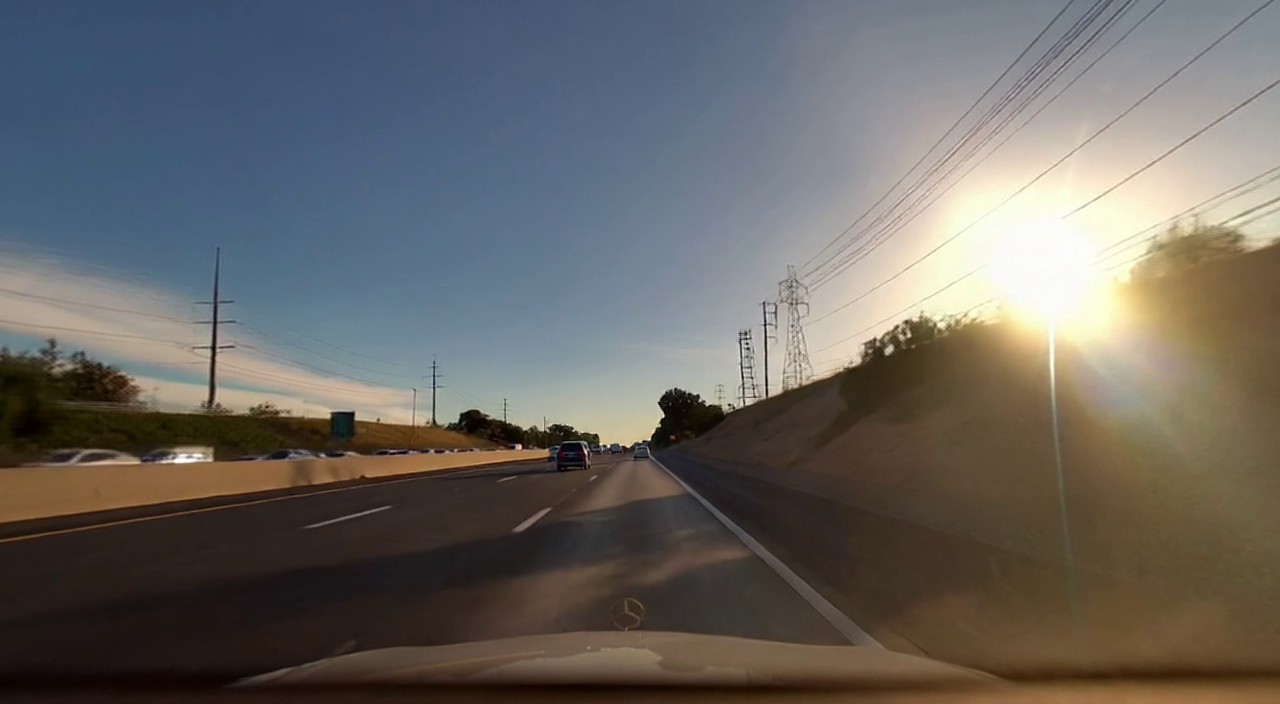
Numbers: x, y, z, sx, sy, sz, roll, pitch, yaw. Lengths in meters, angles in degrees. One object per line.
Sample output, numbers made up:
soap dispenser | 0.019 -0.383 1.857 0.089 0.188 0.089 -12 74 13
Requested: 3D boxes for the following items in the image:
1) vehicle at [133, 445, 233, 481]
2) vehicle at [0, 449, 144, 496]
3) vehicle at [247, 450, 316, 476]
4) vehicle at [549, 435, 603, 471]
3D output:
vehicle | -35.775 8.670 49.635 2.863 2.643 6.699 0 -9 -1
vehicle | -24.469 5.043 26.939 2.001 1.787 5.480 0 -9 0
vehicle | -24.827 7.682 43.784 2.015 1.672 4.634 0 -9 1
vehicle | -3.709 6.021 37.650 2.577 1.939 5.408 0 -9 1
